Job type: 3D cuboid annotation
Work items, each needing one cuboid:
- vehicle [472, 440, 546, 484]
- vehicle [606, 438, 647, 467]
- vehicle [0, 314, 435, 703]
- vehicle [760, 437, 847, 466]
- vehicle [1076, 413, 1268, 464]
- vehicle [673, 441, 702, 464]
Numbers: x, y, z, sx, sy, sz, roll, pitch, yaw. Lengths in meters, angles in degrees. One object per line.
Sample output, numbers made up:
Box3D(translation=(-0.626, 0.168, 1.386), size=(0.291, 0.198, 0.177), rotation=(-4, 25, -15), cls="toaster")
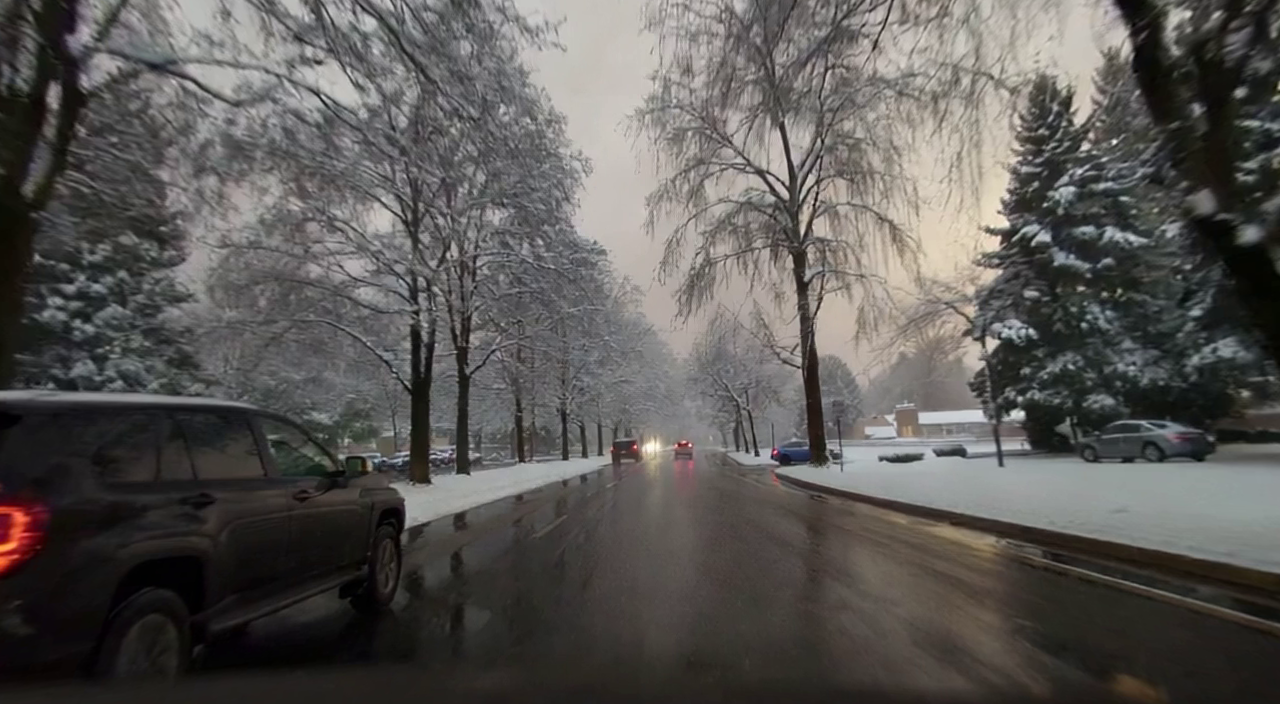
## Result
Box3D(translation=(-5.450, 4.620, 26.780), size=(1.985, 1.708, 4.310), rotation=(-1, -9, 4), cls="vehicle")
Box3D(translation=(-0.867, 6.803, 42.855), size=(2.255, 1.806, 4.710), rotation=(-1, -9, 6), cls="vehicle")
Box3D(translation=(-3.139, 1.067, 4.129), size=(2.123, 1.761, 4.322), rotation=(0, -9, 0), cls="vehicle")
Box3D(translation=(9.661, 5.921, 37.448), size=(4.824, 1.646, 2.077), rotation=(-2, -9, 13), cls="vehicle")
Box3D(translation=(17.762, 2.924, 21.289), size=(4.420, 1.607, 2.098), rotation=(-1, -8, 6), cls="vehicle")
Box3D(translation=(3.565, 7.639, 47.990), size=(2.088, 1.597, 4.309), rotation=(-1, -9, 3), cls="vehicle")
